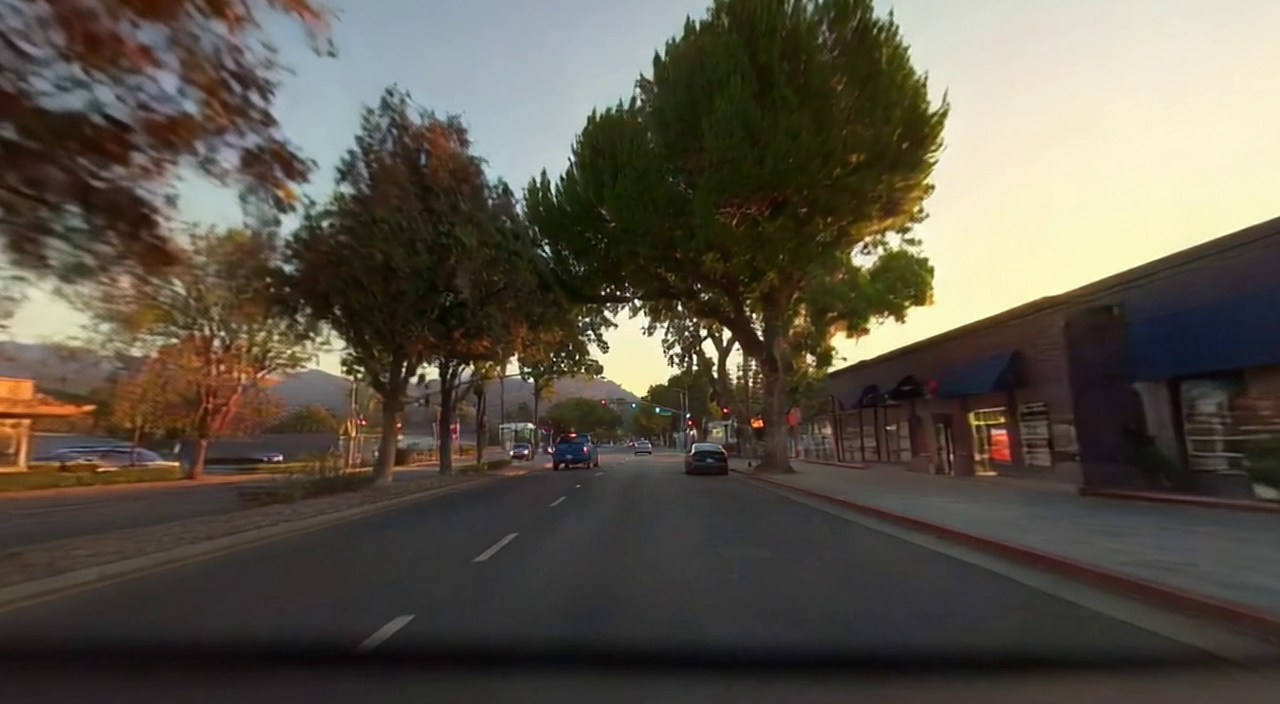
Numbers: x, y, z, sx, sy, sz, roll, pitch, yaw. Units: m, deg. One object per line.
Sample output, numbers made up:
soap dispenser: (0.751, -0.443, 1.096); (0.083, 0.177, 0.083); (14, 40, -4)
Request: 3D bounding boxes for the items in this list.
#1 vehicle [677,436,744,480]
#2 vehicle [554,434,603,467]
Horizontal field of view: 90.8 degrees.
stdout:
vehicle: (2.550, 3.972, 23.870); (2.103, 1.487, 4.101); (0, -8, 1)
vehicle: (-3.442, 5.667, 36.526); (2.464, 1.777, 5.128); (0, -9, -2)
